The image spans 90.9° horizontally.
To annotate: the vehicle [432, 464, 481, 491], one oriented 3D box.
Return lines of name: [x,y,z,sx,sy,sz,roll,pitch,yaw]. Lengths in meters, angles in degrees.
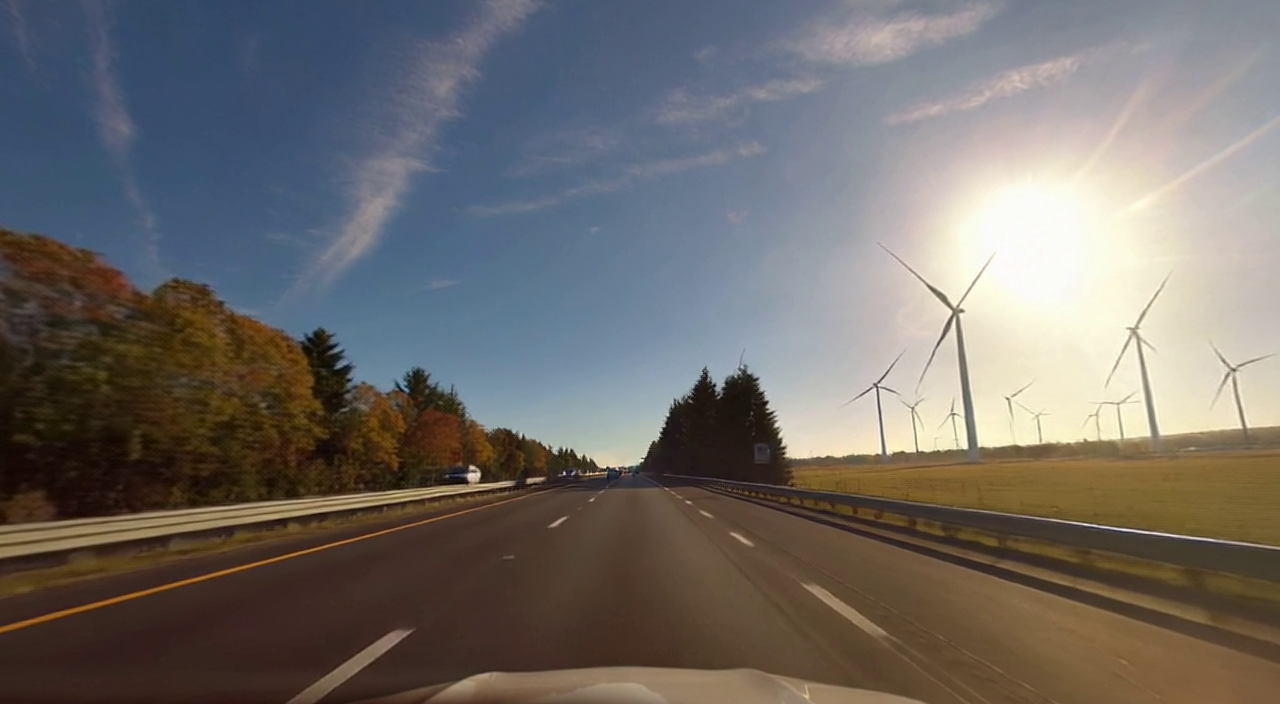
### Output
vehicle: [-12.643,8.672,43.612,1.977,1.680,4.321,1,-11,1]
